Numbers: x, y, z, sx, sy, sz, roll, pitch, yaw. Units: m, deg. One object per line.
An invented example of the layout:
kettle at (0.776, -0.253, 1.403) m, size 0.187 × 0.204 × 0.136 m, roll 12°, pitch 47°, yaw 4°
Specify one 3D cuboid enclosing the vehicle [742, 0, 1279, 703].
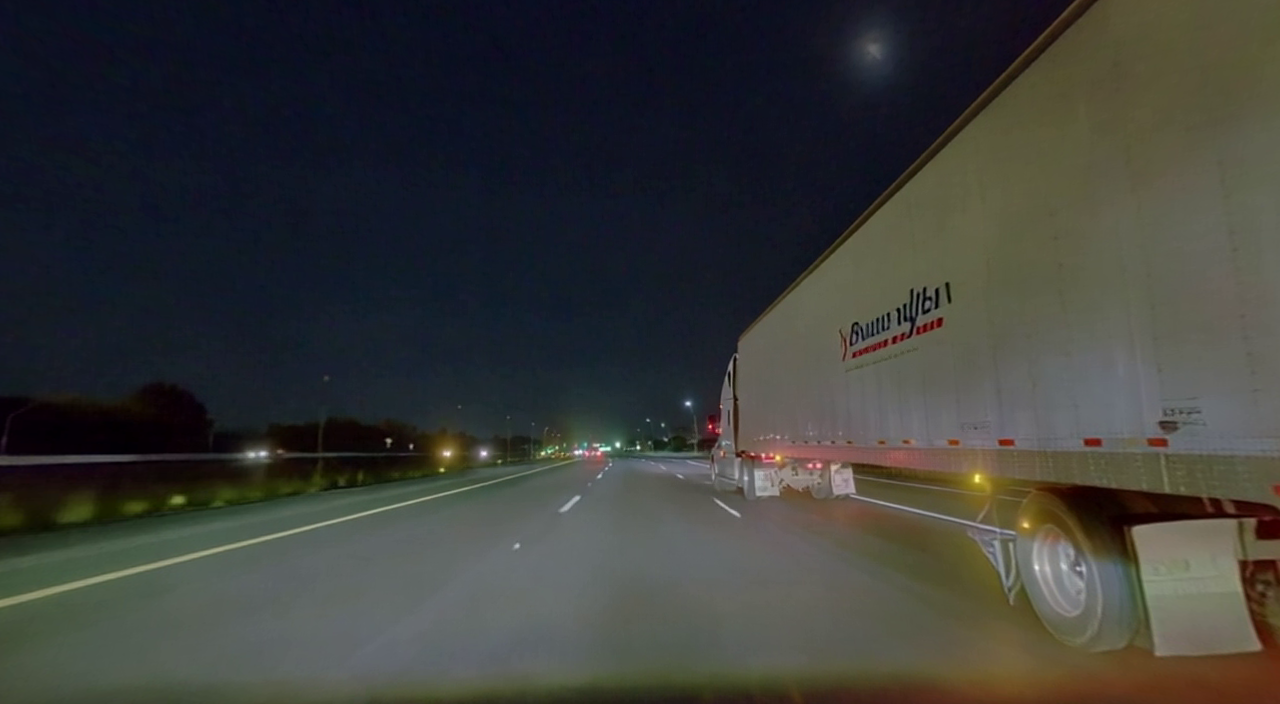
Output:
vehicle at (3.902, 0.563, 8.662) m, size 2.962 × 4.132 × 12.720 m, roll 0°, pitch -8°, yaw 1°
